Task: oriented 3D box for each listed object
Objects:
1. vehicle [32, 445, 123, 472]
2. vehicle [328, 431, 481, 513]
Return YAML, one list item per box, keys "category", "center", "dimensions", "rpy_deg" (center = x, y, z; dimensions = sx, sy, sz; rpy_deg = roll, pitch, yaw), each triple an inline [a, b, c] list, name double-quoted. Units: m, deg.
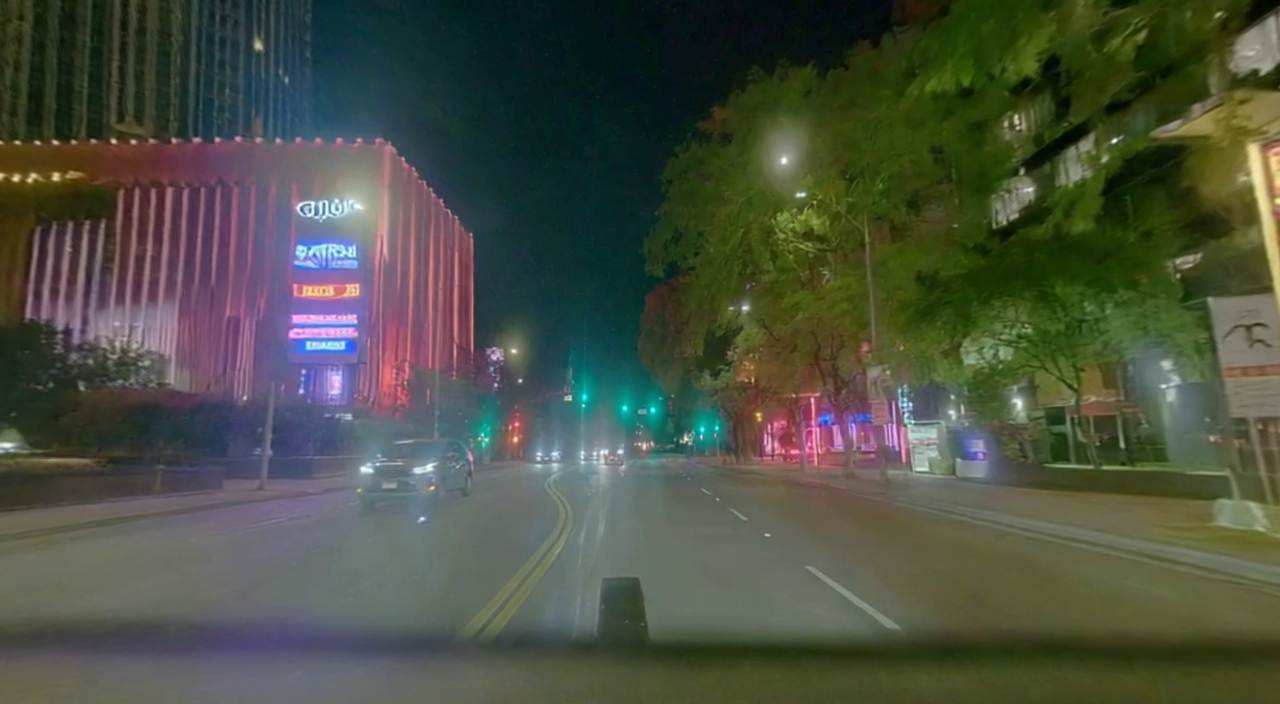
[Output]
- category: "vehicle"
  center: [-37.772, 7.156, 42.391]
  dimensions: [4.267, 1.730, 1.934]
  rpy_deg: [0, -8, 1]
- category: "vehicle"
  center: [-5.580, 2.882, 15.691]
  dimensions: [2.055, 1.714, 4.374]
  rpy_deg: [0, -8, 1]
